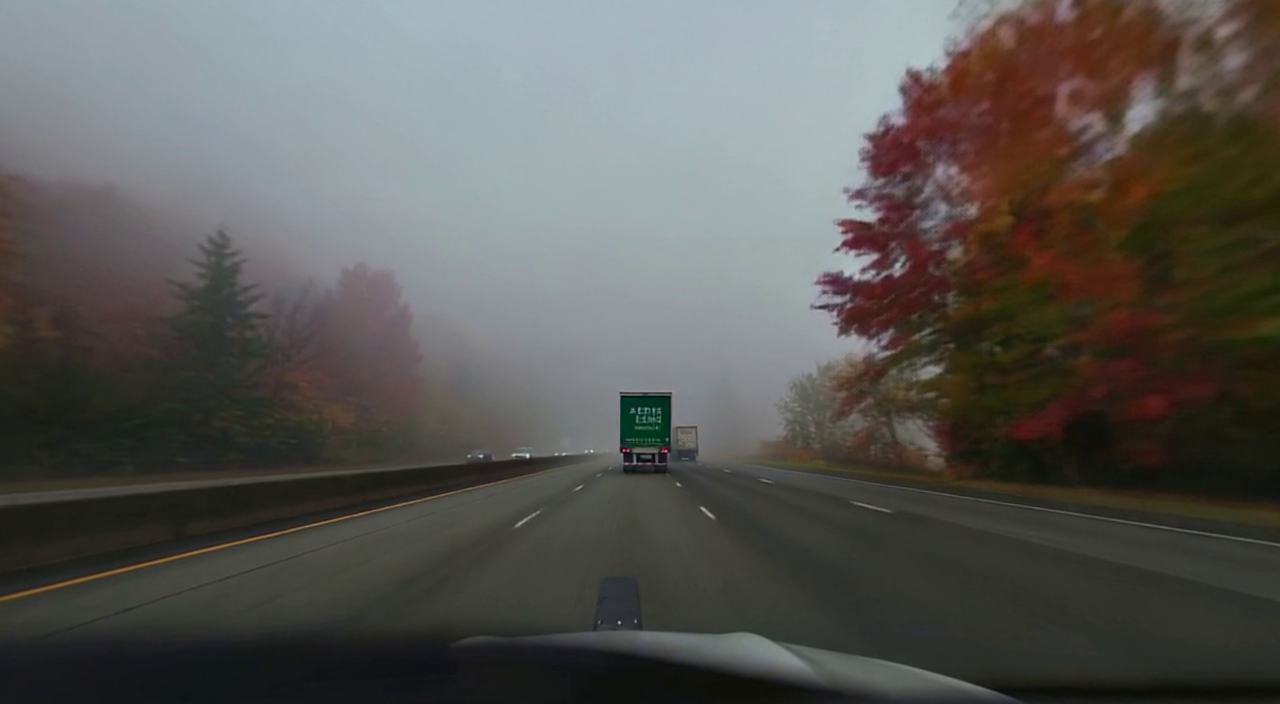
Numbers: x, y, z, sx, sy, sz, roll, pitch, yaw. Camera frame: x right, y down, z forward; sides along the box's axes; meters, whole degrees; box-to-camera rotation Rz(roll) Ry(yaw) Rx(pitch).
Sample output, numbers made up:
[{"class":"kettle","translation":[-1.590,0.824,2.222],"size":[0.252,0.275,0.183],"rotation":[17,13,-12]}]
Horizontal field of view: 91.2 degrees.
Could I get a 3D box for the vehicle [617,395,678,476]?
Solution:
[{"class":"vehicle","translation":[0.342,5.031,37.174],"size":[3.057,4.073,10.792],"rotation":[0,-9,0]}]
